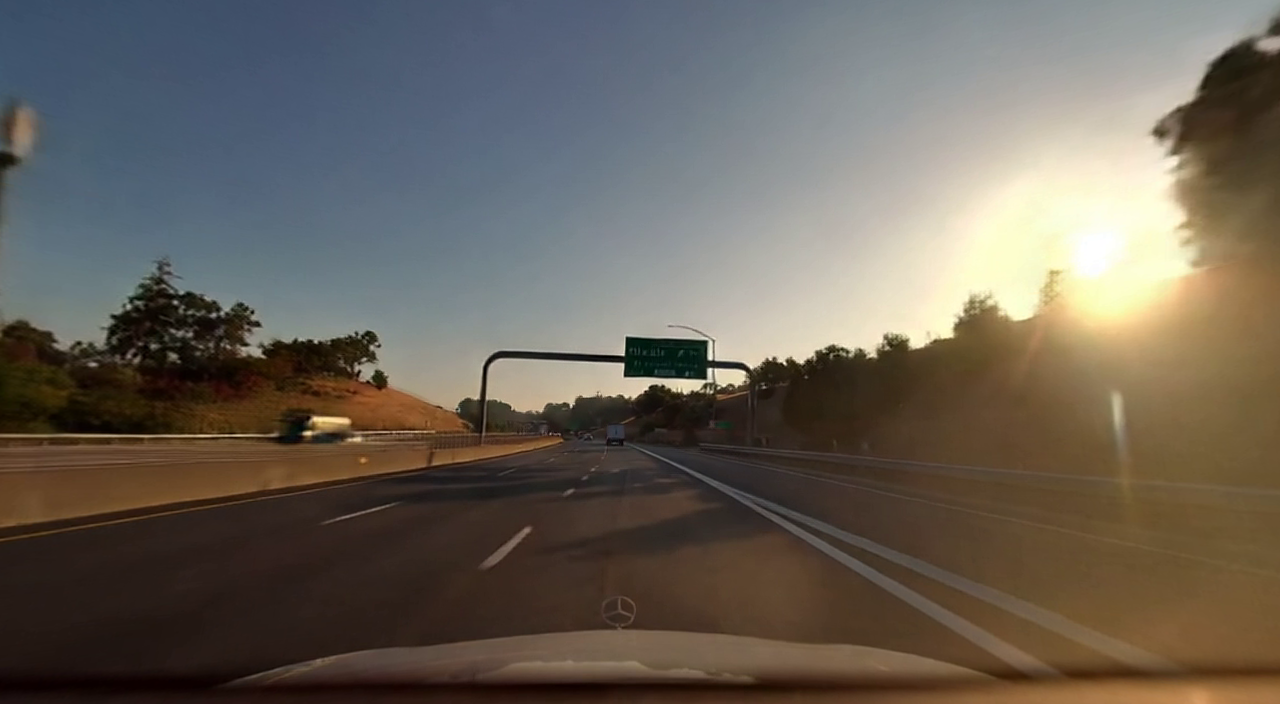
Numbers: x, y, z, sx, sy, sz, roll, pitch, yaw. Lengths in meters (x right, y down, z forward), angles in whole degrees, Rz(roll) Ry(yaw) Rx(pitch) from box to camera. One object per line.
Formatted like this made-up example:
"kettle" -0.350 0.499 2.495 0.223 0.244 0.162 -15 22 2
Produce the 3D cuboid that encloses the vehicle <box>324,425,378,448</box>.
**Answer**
"vehicle" -20.487 6.046 44.862 1.857 1.500 4.421 0 -8 -2

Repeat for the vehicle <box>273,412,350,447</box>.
"vehicle" -24.270 5.848 46.831 2.494 2.385 6.191 0 -8 -1
